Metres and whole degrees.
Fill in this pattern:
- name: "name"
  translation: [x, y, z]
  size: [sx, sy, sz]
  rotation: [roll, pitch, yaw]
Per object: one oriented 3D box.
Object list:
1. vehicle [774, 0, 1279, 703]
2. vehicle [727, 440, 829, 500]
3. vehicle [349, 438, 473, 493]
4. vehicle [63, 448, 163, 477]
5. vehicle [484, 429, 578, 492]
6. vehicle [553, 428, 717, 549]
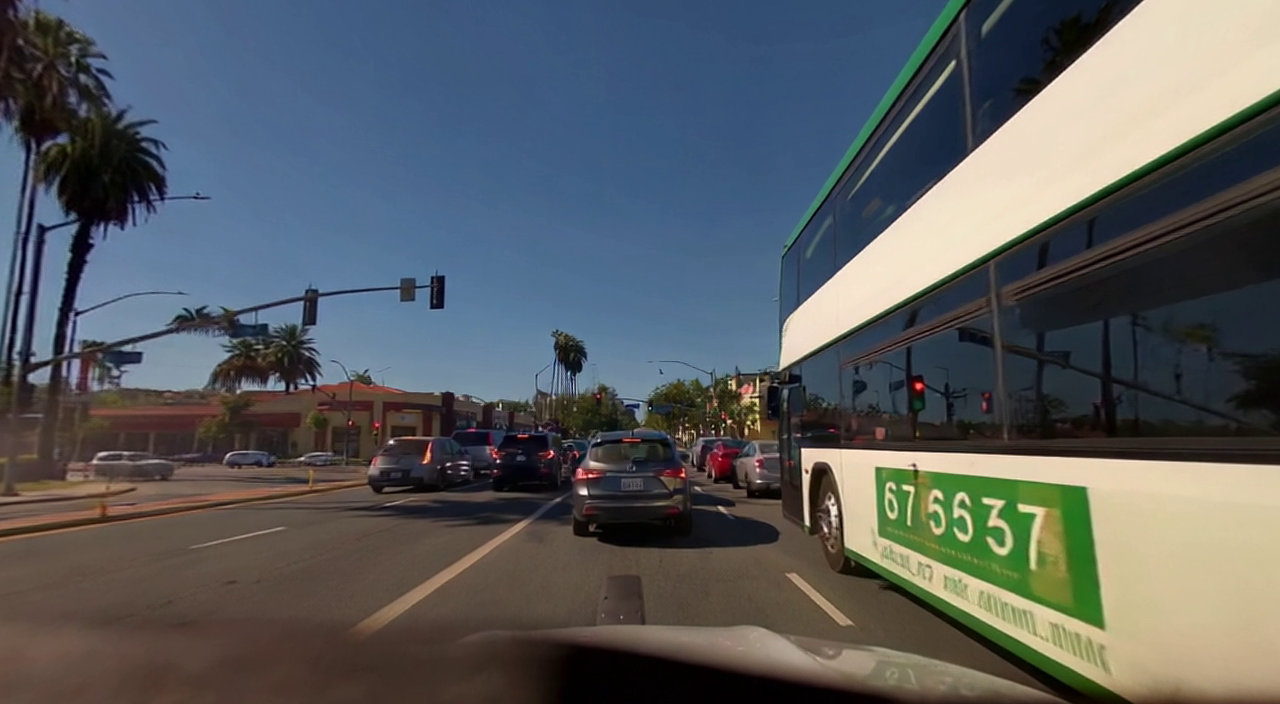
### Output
- name: "vehicle"
  translation: [3.542, -0.232, 2.783]
  size: [2.970, 4.015, 13.606]
  rotation: [0, -9, 0]
- name: "vehicle"
  translation: [3.705, 3.242, 17.824]
  size: [1.989, 1.467, 4.364]
  rotation: [0, -9, 1]
- name: "vehicle"
  translation: [-6.894, 3.457, 19.694]
  size: [1.927, 1.480, 4.832]
  rotation: [0, -9, 2]
- name: "vehicle"
  translation: [-35.495, 7.436, 42.651]
  size: [4.737, 1.845, 1.920]
  rotation: [1, -9, -6]
- name: "vehicle"
  translation: [-3.246, 3.360, 19.827]
  size: [2.020, 1.721, 4.366]
  rotation: [-1, -9, 2]
- name: "vehicle"
  translation: [-0.067, 2.010, 9.920]
  size: [2.060, 1.499, 3.831]
  rotation: [0, -9, 0]
